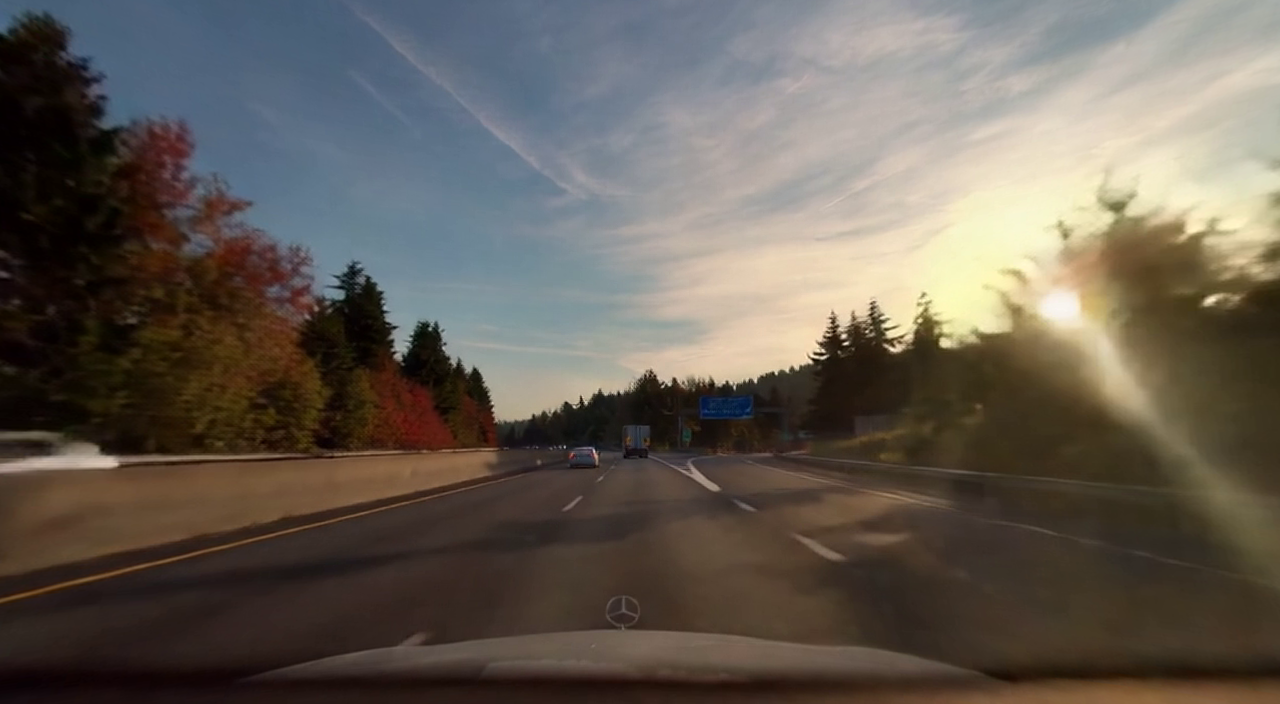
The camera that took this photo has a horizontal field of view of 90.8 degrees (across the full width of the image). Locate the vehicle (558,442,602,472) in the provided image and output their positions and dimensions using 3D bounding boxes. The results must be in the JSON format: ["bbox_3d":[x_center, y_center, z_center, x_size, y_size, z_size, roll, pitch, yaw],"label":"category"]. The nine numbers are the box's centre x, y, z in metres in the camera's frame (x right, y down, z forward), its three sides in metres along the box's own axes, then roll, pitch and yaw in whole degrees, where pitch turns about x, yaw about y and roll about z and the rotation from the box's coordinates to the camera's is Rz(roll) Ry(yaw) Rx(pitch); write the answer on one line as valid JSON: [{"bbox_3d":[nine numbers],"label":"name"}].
[{"bbox_3d":[-3.389,6.071,36.623,2.184,1.574,5.004,0,-9,-1],"label":"vehicle"}]
